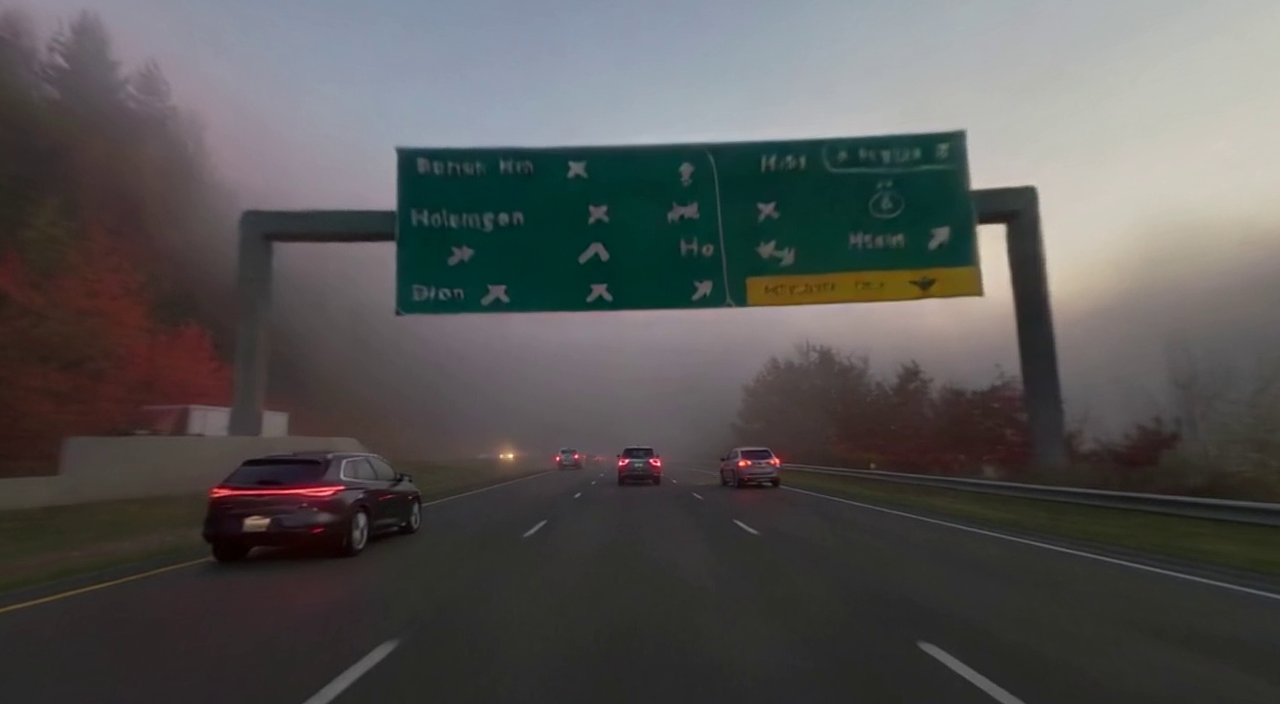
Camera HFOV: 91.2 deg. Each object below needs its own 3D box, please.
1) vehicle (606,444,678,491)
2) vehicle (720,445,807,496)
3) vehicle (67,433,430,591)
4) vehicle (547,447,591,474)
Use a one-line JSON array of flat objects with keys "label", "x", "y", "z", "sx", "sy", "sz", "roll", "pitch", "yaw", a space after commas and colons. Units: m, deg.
[{"label": "vehicle", "x": 0.034, "y": 4.569, "z": 25.126, "sx": 2.634, "sy": 1.679, "sz": 4.070, "roll": 0, "pitch": -9, "yaw": -1}, {"label": "vehicle", "x": 4.120, "y": 4.033, "z": 21.757, "sx": 2.035, "sy": 1.571, "sz": 4.413, "roll": 0, "pitch": -9, "yaw": -1}, {"label": "vehicle", "x": -4.416, "y": 1.839, "z": 8.062, "sx": 2.017, "sy": 1.469, "sz": 4.113, "roll": 0, "pitch": -9, "yaw": -1}, {"label": "vehicle", "x": -4.746, "y": 7.387, "z": 42.819, "sx": 2.545, "sy": 1.679, "sz": 4.267, "roll": 0, "pitch": -9, "yaw": -1}]
